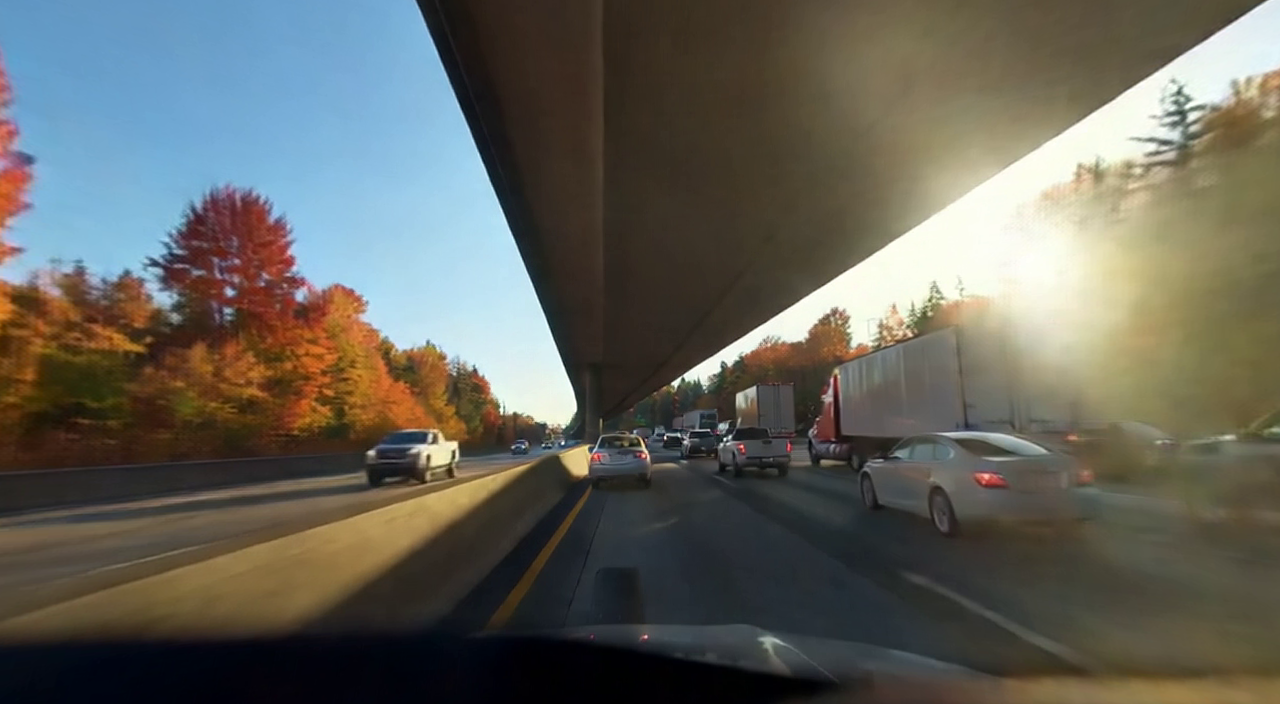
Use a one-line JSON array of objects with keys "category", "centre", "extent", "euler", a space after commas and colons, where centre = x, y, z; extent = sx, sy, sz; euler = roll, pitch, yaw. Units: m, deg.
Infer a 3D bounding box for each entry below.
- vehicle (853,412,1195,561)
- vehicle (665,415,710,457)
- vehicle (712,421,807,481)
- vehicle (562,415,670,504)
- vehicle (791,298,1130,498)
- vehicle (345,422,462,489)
[{"category": "vehicle", "centre": [4.674, 1.660, 8.585], "extent": [2.040, 1.523, 4.068], "euler": [0, -8, -1]}, {"category": "vehicle", "centre": [3.137, 5.720, 42.941], "extent": [2.395, 2.656, 6.037], "euler": [0, -8, -1]}, {"category": "vehicle", "centre": [3.650, 3.097, 20.042], "extent": [2.147, 1.707, 3.963], "euler": [0, -8, -2]}, {"category": "vehicle", "centre": [-0.478, 2.384, 14.455], "extent": [2.087, 1.709, 4.455], "euler": [0, -8, -1]}, {"category": "vehicle", "centre": [8.222, 1.851, 19.948], "extent": [2.908, 4.099, 14.103], "euler": [0, -8, -2]}, {"category": "vehicle", "centre": [-8.059, 3.555, 22.071], "extent": [2.203, 2.043, 5.050], "euler": [0, -8, -1]}]
